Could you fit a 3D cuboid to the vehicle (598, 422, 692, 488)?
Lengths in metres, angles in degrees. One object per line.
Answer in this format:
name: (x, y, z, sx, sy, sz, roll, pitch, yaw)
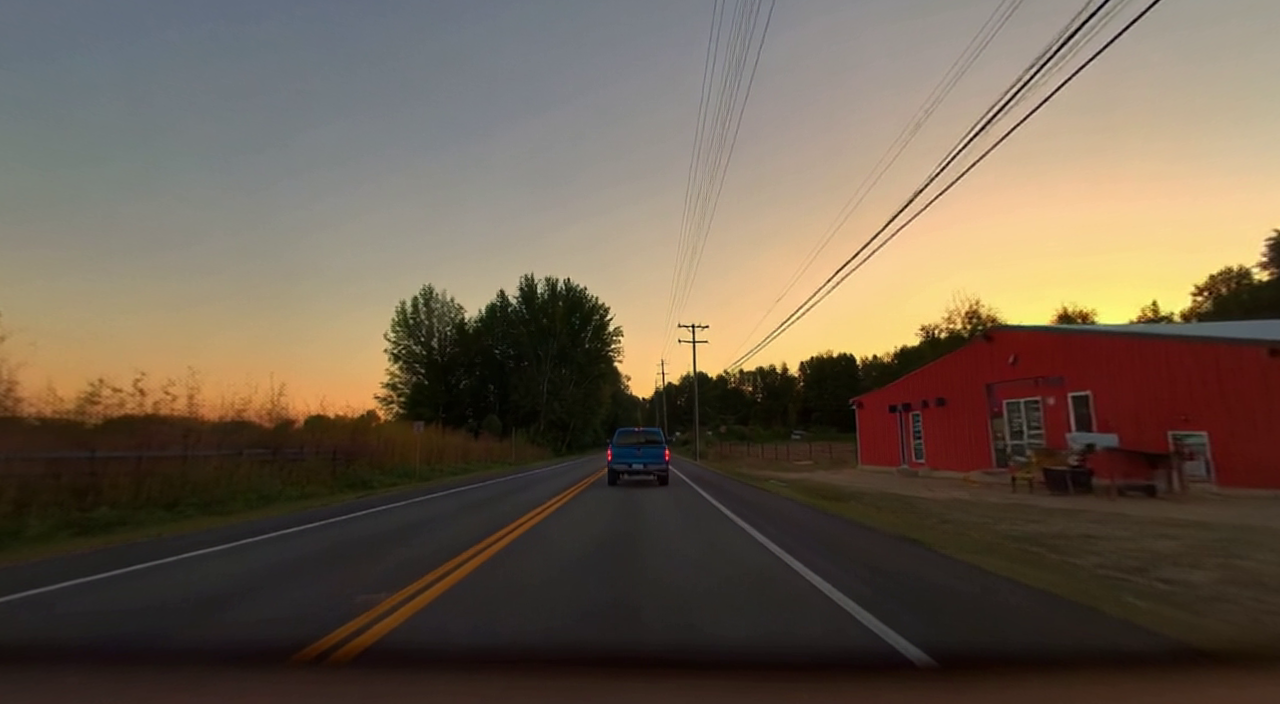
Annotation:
vehicle: (0.108, 3.742, 23.344, 2.921, 2.031, 7.416, 0, -8, -1)
